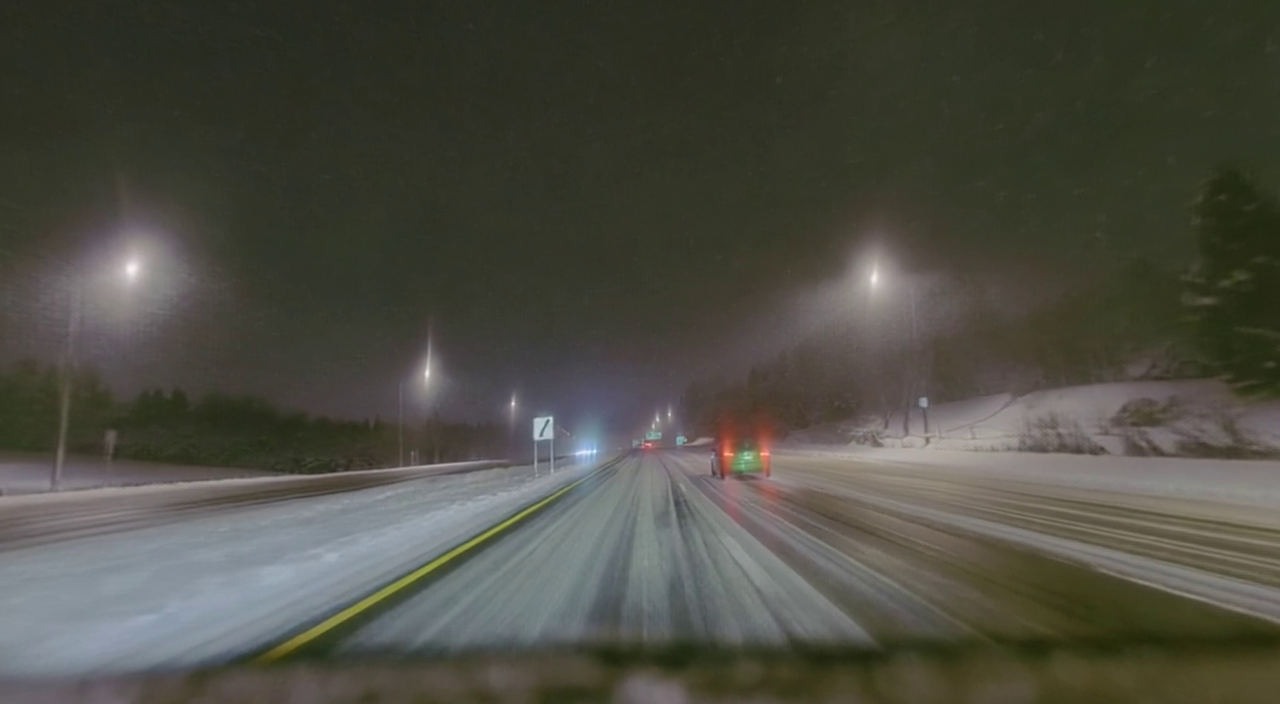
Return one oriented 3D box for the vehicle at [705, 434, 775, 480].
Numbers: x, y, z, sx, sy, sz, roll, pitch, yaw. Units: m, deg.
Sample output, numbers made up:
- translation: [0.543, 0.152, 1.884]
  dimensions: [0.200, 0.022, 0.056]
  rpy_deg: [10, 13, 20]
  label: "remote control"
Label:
- translation: [3.535, 3.800, 23.161]
  dimensions: [1.874, 1.506, 4.116]
  rpy_deg: [0, -8, 0]
  label: "vehicle"
